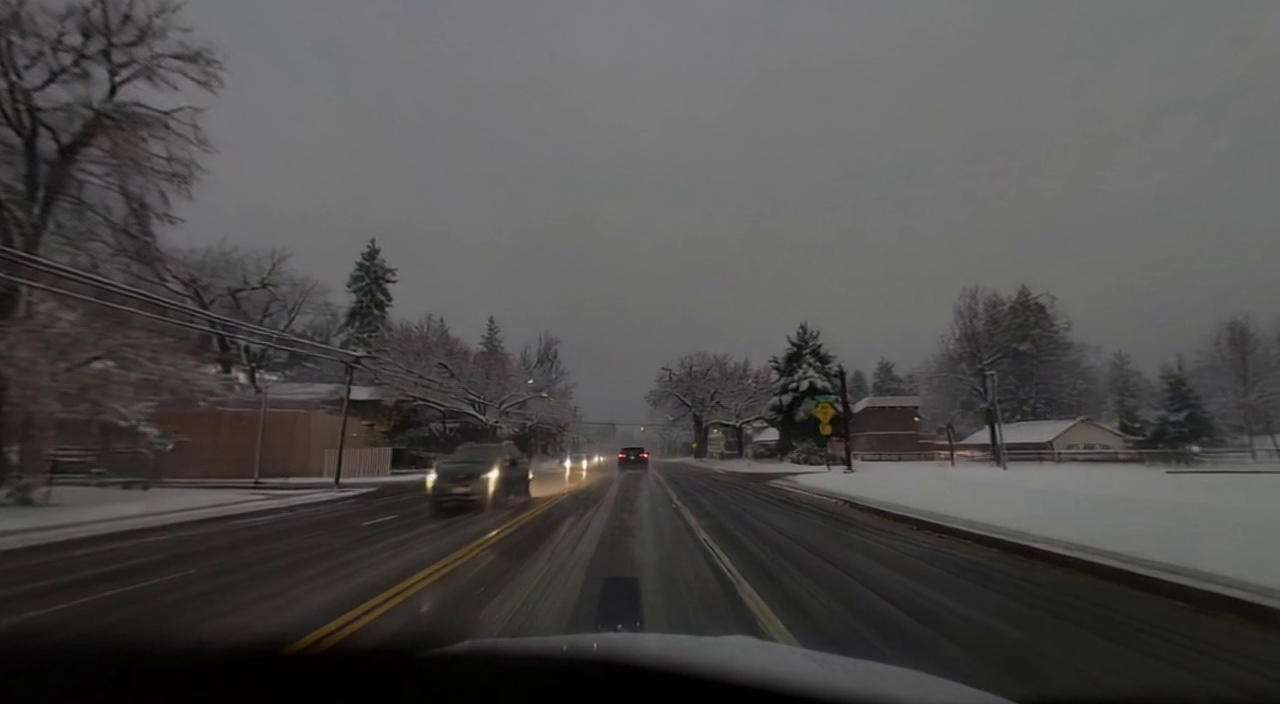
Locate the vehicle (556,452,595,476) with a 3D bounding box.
[{"bbox_3d":[-4.185,7.346,41.614,2.039,1.460,4.189,0,-9,1],"label":"vehicle"}]

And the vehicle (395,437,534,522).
[{"bbox_3d":[-3.995,2.971,15.321,1.977,1.729,4.625,0,-9,1],"label":"vehicle"}]

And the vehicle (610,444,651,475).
[{"bbox_3d":[-0.558,7.078,41.884,2.554,1.902,5.329,0,-9,0],"label":"vehicle"}]
